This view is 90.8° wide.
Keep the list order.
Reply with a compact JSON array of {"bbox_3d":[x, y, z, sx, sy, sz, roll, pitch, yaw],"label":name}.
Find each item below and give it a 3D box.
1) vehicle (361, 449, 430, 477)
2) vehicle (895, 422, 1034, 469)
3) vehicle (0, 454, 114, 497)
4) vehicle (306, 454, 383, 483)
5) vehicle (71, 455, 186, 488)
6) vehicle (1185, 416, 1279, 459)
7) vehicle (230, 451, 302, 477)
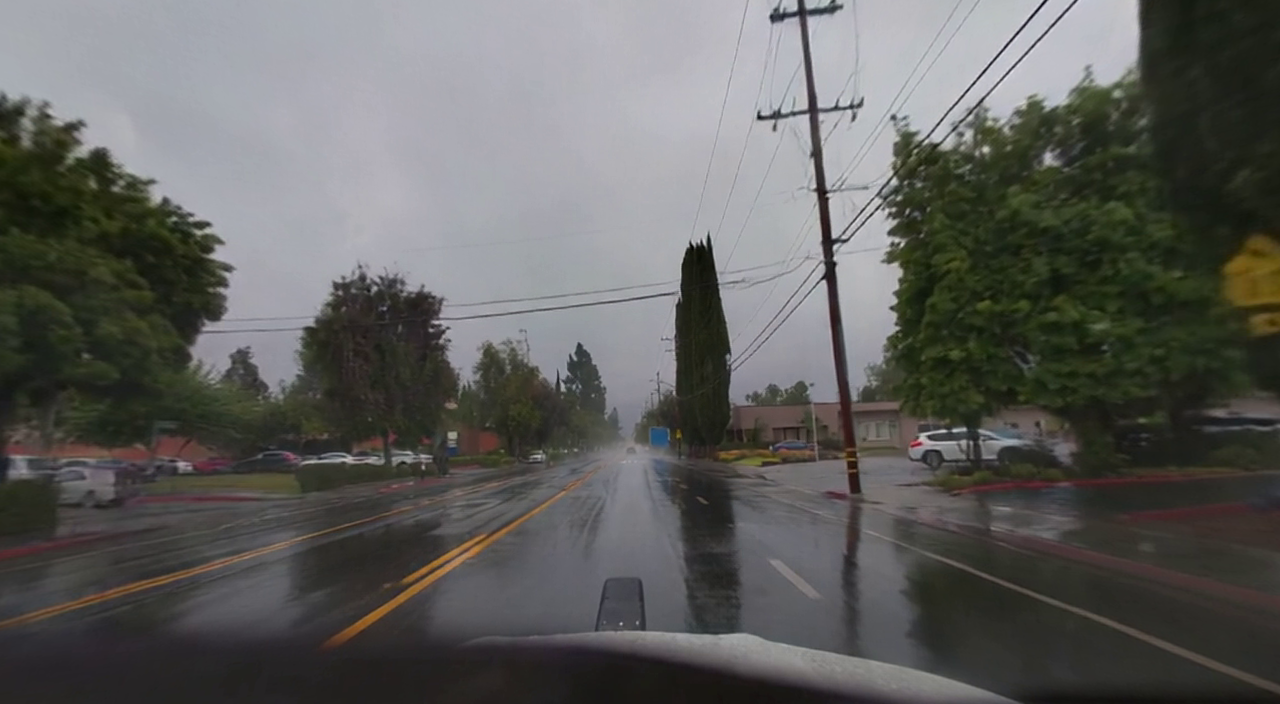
[{"bbox_3d":[-16.544,7.479,42.753,4.311,1.746,1.984,-5,-9,30],"label":"vehicle"},{"bbox_3d":[12.752,3.707,25.085,4.632,1.701,1.975,-4,-9,26],"label":"vehicle"},{"bbox_3d":[-26.685,5.437,28.065,4.511,1.731,2.022,3,-9,-22],"label":"vehicle"},{"bbox_3d":[-17.356,6.788,37.047,4.708,1.472,1.994,-6,-10,35],"label":"vehicle"},{"bbox_3d":[-27.278,6.352,33.867,4.272,1.613,1.855,2,-9,-14],"label":"vehicle"},{"bbox_3d":[23.132,3.310,24.299,4.694,1.496,1.845,5,-10,-32],"label":"vehicle"},{"bbox_3d":[-27.672,8.261,46.808,4.417,1.747,1.954,5,-10,-33],"label":"vehicle"}]
